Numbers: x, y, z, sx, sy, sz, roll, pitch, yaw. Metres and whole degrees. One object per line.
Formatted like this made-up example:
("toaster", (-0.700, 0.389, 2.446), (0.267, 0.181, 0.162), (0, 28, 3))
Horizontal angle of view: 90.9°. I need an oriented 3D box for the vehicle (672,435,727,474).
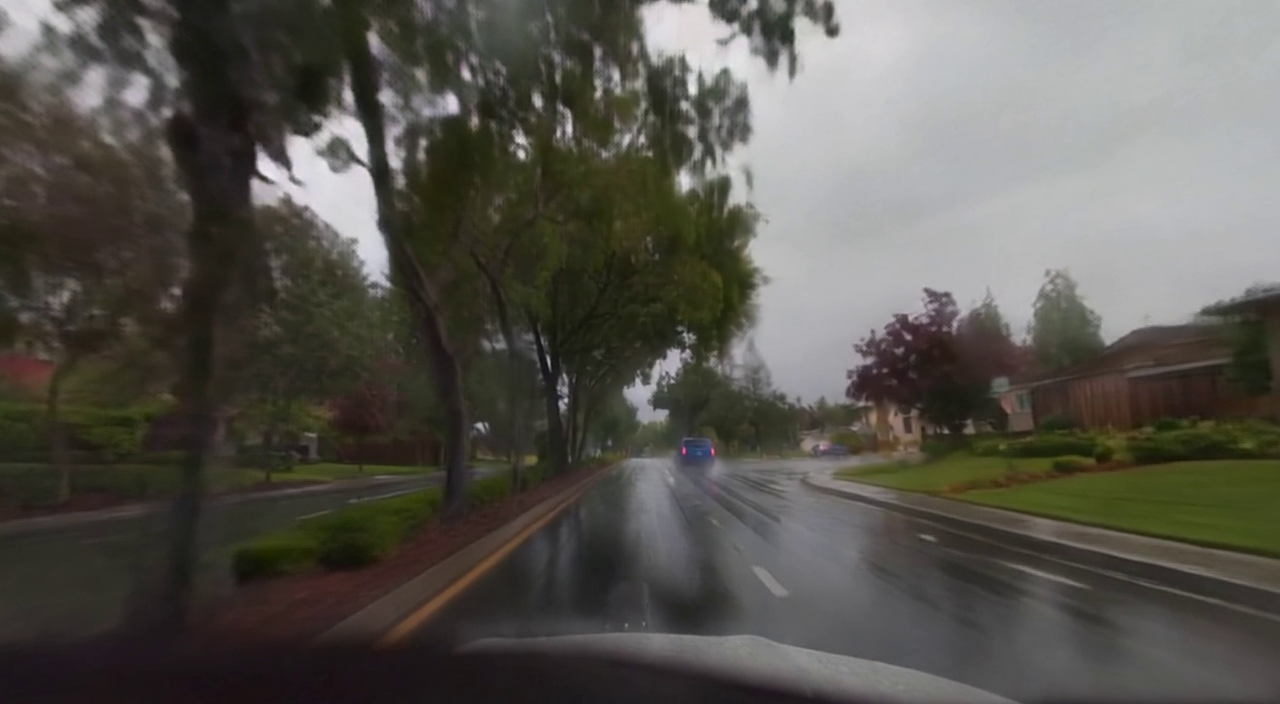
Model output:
("vehicle", (2.835, 5.040, 31.160), (2.180, 1.773, 4.639), (0, -9, -1))
